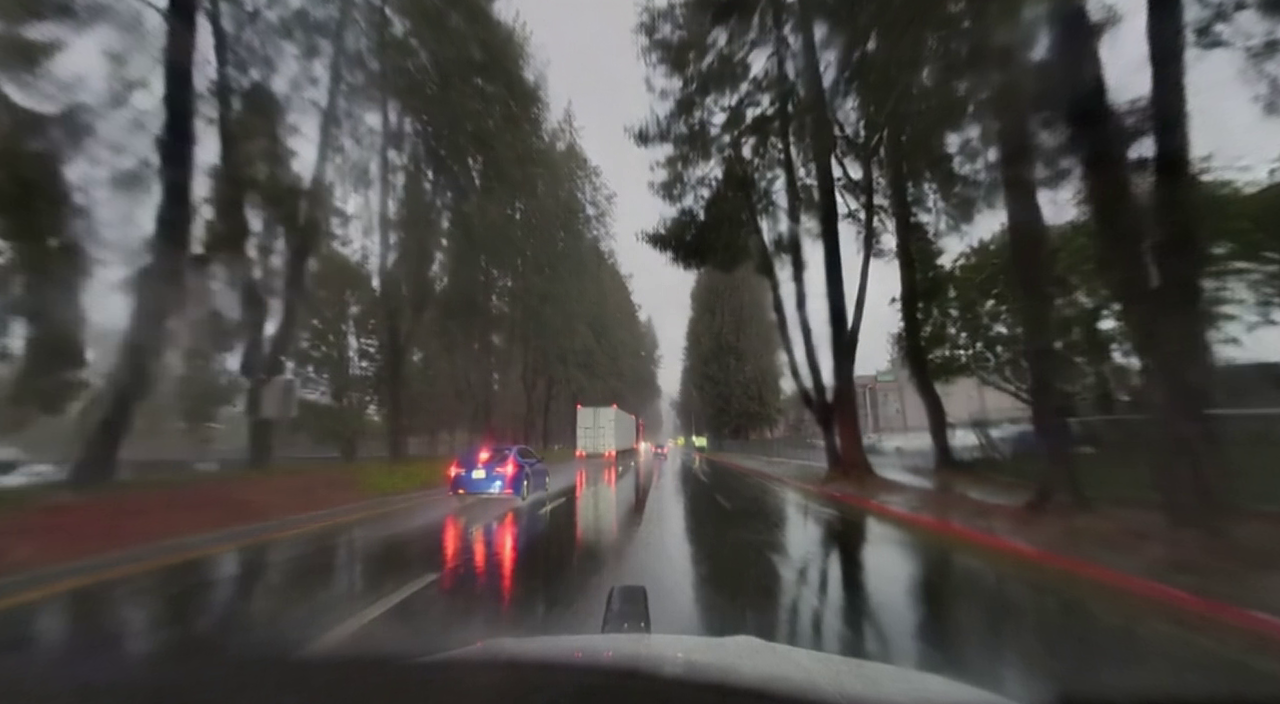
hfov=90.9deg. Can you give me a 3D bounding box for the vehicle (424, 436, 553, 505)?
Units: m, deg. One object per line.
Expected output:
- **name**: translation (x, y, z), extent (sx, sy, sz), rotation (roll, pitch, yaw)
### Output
- **vehicle**: translation (-3.596, 2.892, 15.922), extent (2.005, 1.462, 4.345), rotation (-1, -8, 3)

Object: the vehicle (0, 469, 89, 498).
- **vehicle**: translation (-34.099, 7.425, 35.654), extent (4.356, 1.457, 1.759), rotation (-1, -8, 5)

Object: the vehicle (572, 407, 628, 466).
- **vehicle**: translation (-2.333, 5.368, 39.650), extent (2.746, 3.276, 8.572), rotation (0, -8, 1)
